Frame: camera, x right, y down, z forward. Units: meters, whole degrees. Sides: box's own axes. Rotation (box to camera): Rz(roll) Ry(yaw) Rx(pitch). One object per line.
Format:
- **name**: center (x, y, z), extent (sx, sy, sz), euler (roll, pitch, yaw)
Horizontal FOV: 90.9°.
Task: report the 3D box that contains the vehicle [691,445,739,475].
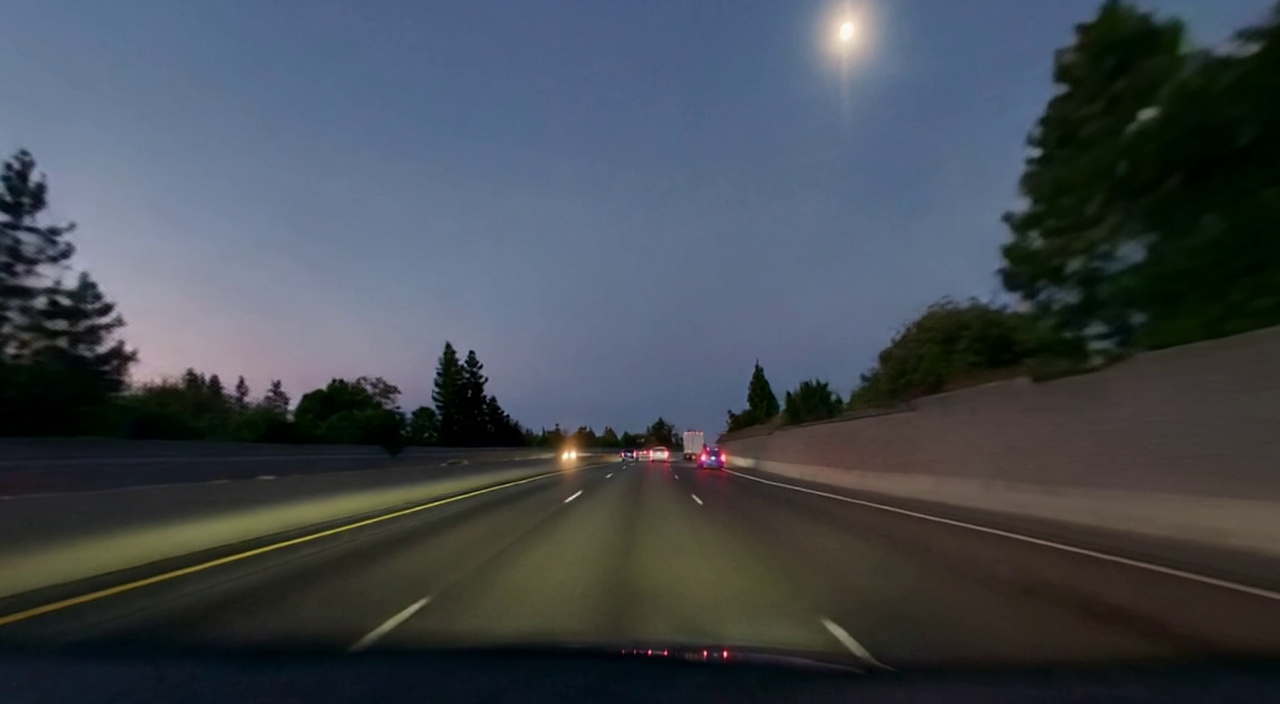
- **vehicle**: center (4.150, 6.069, 35.491), extent (2.175, 1.574, 3.943), euler (0, -9, 0)
